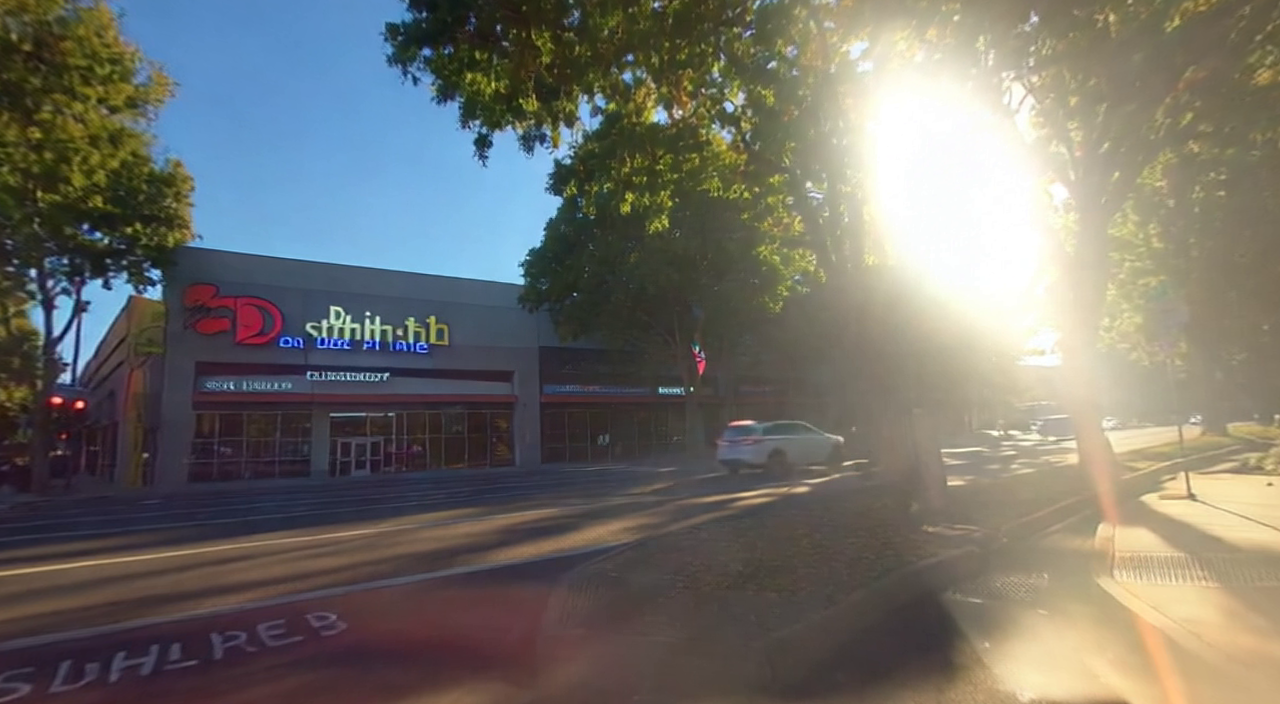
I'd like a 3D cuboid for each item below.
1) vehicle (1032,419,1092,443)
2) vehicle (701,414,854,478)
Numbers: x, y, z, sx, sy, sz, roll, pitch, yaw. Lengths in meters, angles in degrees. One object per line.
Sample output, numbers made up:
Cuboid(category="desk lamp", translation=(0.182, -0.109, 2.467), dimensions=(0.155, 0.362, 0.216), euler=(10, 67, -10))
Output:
Cuboid(category="vehicle", translation=(27.690, 5.197, 41.411), dimensions=(4.442, 1.458, 1.902), euler=(7, -11, -39))
Cuboid(category="vehicle", translation=(3.858, 2.600, 17.458), dimensions=(4.182, 1.536, 1.885), euler=(7, -11, -38))
